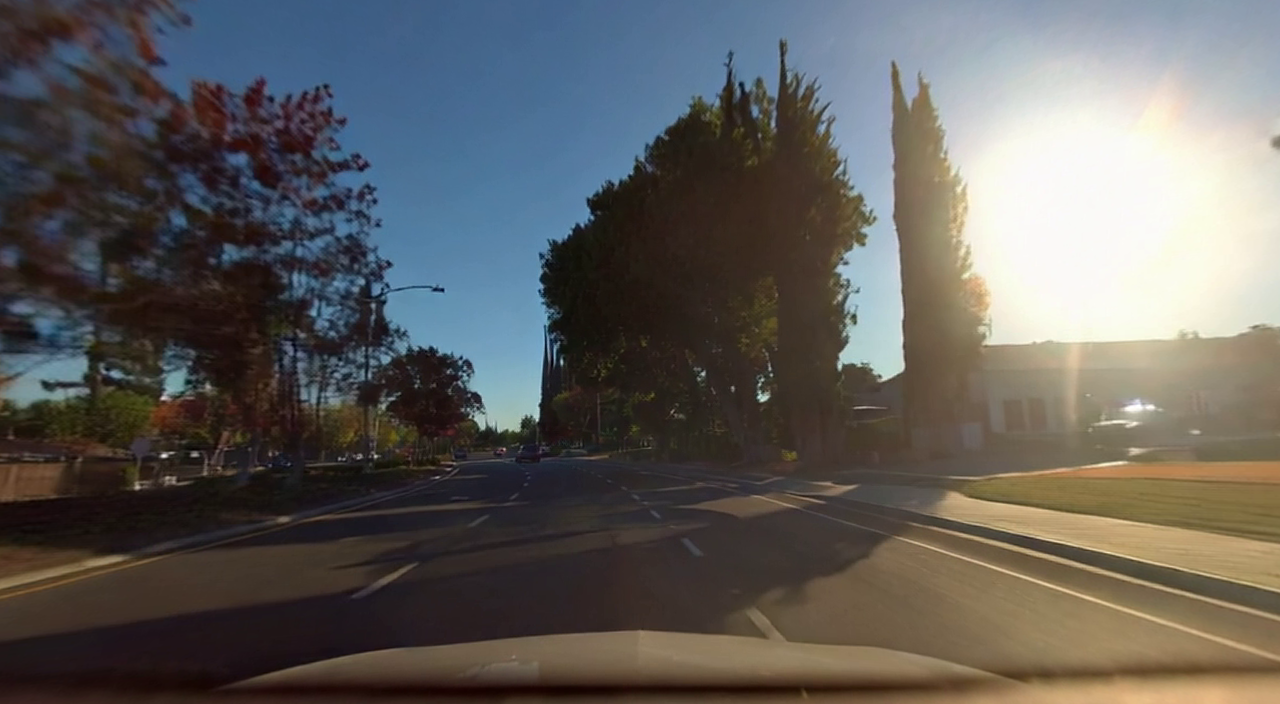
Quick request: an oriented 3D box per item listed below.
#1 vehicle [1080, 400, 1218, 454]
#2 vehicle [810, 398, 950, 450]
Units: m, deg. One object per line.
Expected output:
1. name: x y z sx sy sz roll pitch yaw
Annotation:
1. vehicle: 19.734 2.967 24.478 4.802 1.900 2.373 5 -10 -30
2. vehicle: 14.195 4.474 38.087 2.757 2.765 7.526 6 -11 -35
